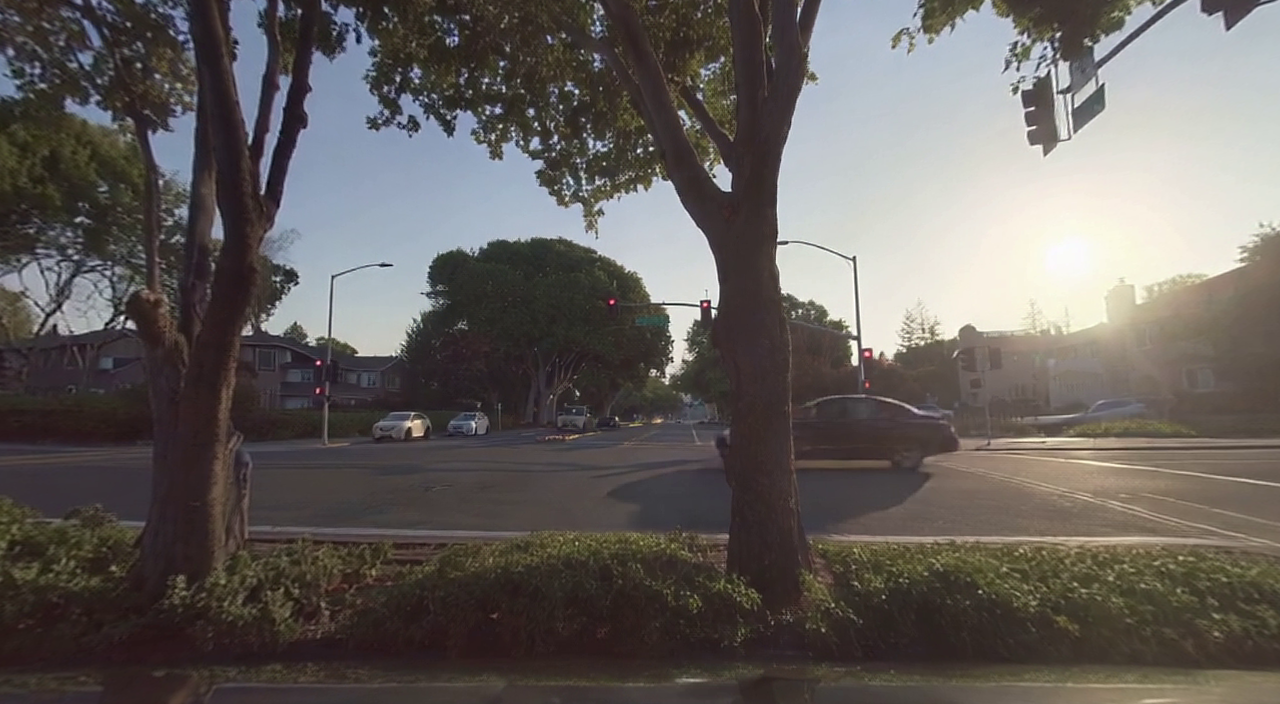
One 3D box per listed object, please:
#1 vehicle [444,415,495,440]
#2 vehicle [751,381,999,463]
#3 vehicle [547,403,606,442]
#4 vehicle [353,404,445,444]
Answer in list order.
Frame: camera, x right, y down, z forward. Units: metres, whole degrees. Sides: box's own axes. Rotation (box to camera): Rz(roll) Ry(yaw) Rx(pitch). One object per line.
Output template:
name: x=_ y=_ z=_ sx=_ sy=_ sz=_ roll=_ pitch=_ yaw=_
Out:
vehicle: x=-11.139 y=5.001 z=41.487 sx=1.899 sy=1.510 sz=4.294 roll=-1 pitch=-9 yaw=4
vehicle: x=5.666 y=1.813 z=15.951 sx=5.383 sy=1.870 sz=2.203 roll=-1 pitch=-9 yaw=3
vehicle: x=-3.314 y=3.933 z=34.344 sx=2.306 sy=1.907 sz=5.382 roll=-1 pitch=-9 yaw=4
vehicle: x=-12.416 y=3.865 z=33.024 sx=2.340 sy=1.902 sz=4.920 roll=-1 pitch=-9 yaw=8
